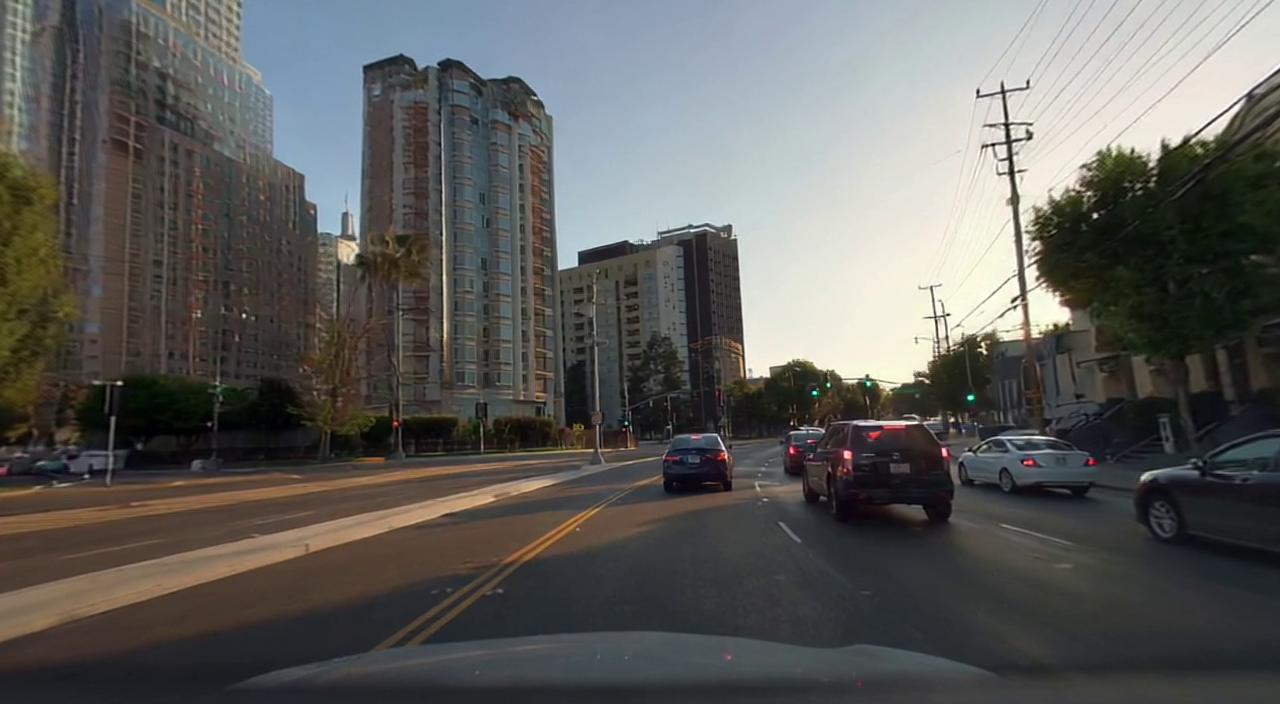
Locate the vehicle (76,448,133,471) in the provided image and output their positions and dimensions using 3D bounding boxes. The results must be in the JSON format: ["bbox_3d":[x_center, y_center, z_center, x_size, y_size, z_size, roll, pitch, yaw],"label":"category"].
[{"bbox_3d":[-38.366,7.667,45.097,4.848,1.498,2.009,-7,-11,37],"label":"vehicle"}]

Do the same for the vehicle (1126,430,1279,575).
[{"bbox_3d":[7.465,1.511,6.250,1.866,1.471,4.478,0,-9,3],"label":"vehicle"}]

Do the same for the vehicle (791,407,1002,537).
[{"bbox_3d":[4.225,2.069,11.438,2.119,1.810,4.848,-1,-9,5],"label":"vehicle"}]

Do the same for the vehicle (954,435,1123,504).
[{"bbox_3d":[9.758,2.880,15.938,1.882,1.463,4.543,-1,-9,9],"label":"vehicle"}]

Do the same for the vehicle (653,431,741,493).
[{"bbox_3d":[1.744,3.067,17.857,2.168,1.527,4.174,-1,-9,9],"label":"vehicle"}]
